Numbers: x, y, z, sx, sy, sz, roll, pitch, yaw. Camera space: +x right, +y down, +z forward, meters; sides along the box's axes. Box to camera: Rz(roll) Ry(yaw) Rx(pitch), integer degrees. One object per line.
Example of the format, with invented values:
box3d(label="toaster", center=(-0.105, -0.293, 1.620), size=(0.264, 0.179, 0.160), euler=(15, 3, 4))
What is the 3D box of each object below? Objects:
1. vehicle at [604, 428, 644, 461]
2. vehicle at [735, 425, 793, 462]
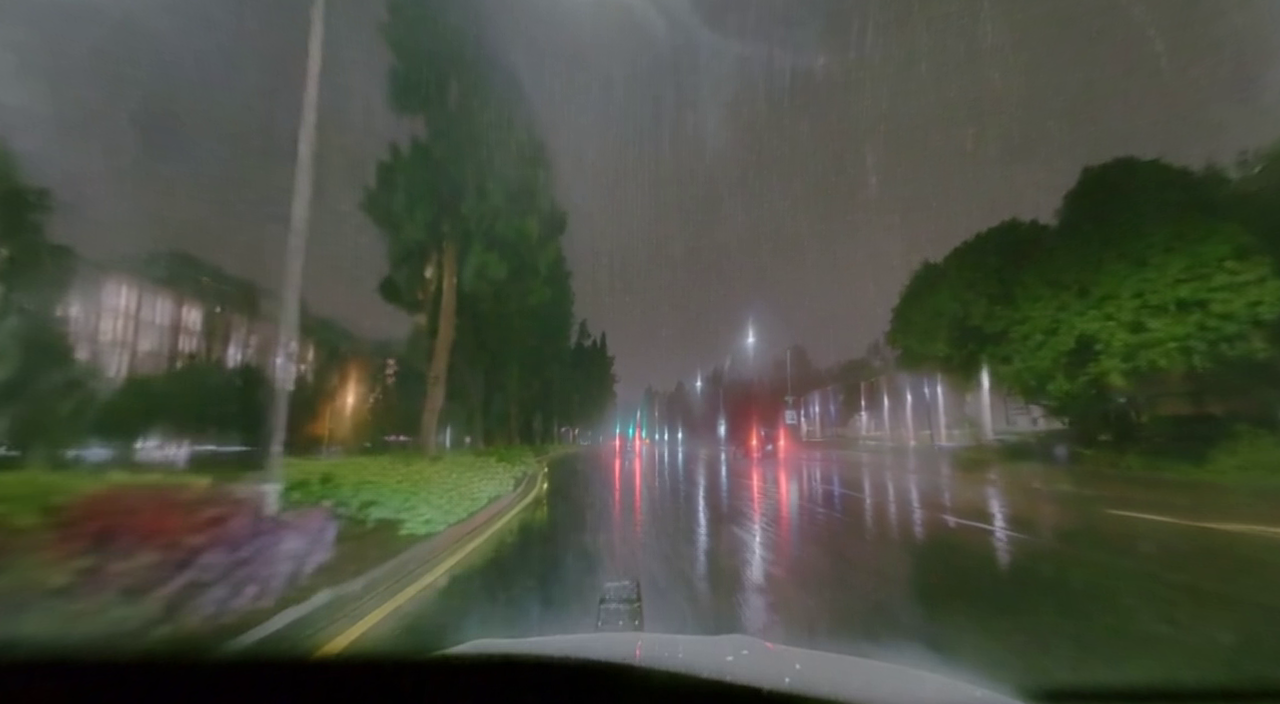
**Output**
box3d(label="vehicle", center=(-0.954, 5.461, 37.339), size=(2.193, 1.794, 4.457), euler=(0, -8, -1))
box3d(label="vehicle", center=(6.456, 4.855, 33.425), size=(2.026, 1.804, 4.565), euler=(0, -8, -1))
